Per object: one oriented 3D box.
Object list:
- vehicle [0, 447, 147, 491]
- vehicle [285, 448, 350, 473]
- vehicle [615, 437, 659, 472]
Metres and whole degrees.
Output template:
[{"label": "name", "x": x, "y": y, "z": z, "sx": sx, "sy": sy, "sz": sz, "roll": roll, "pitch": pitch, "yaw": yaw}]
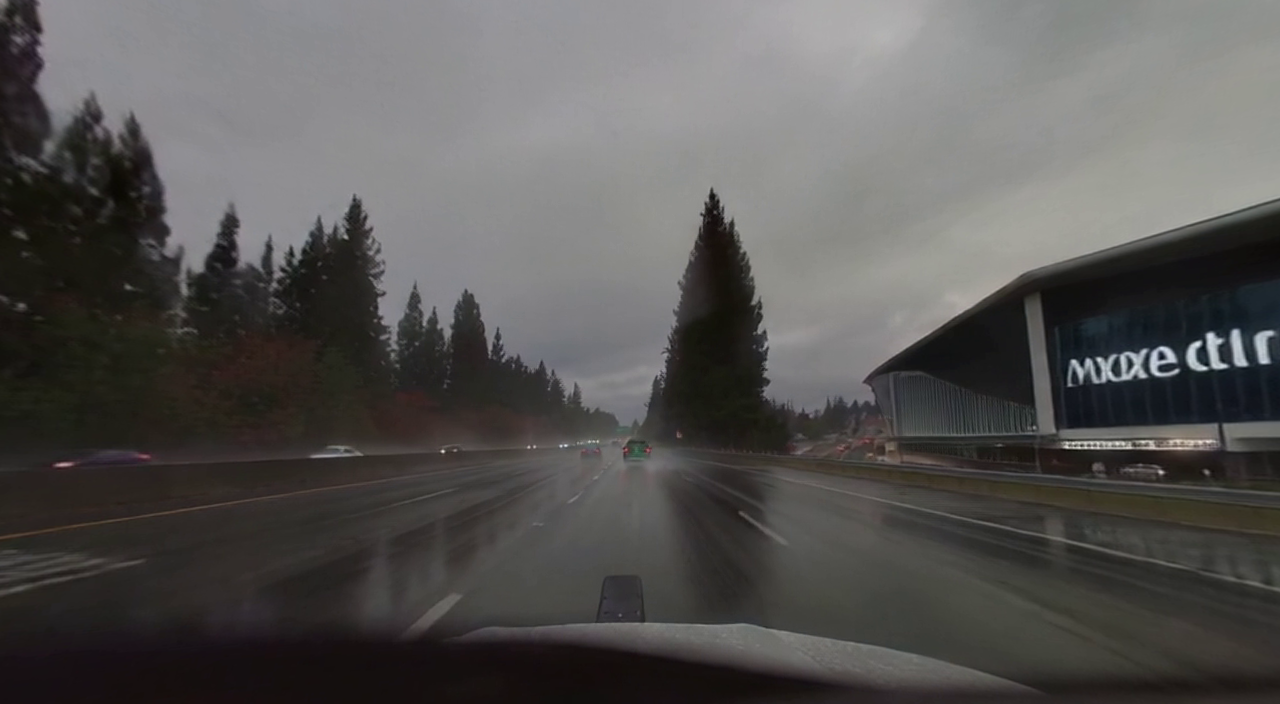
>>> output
[{"label": "vehicle", "x": -26.508, "y": 5.398, "z": 29.636, "sx": 2.029, "sy": 1.816, "sz": 5.563, "roll": 0, "pitch": -8, "yaw": 0}, {"label": "vehicle", "x": -22.759, "y": 7.667, "z": 44.646, "sx": 2.030, "sy": 1.605, "sz": 4.975, "roll": 0, "pitch": -8, "yaw": 0}, {"label": "vehicle", "x": -0.190, "y": 5.764, "z": 35.547, "sx": 2.302, "sy": 1.810, "sz": 4.707, "roll": 0, "pitch": -8, "yaw": -1}]
